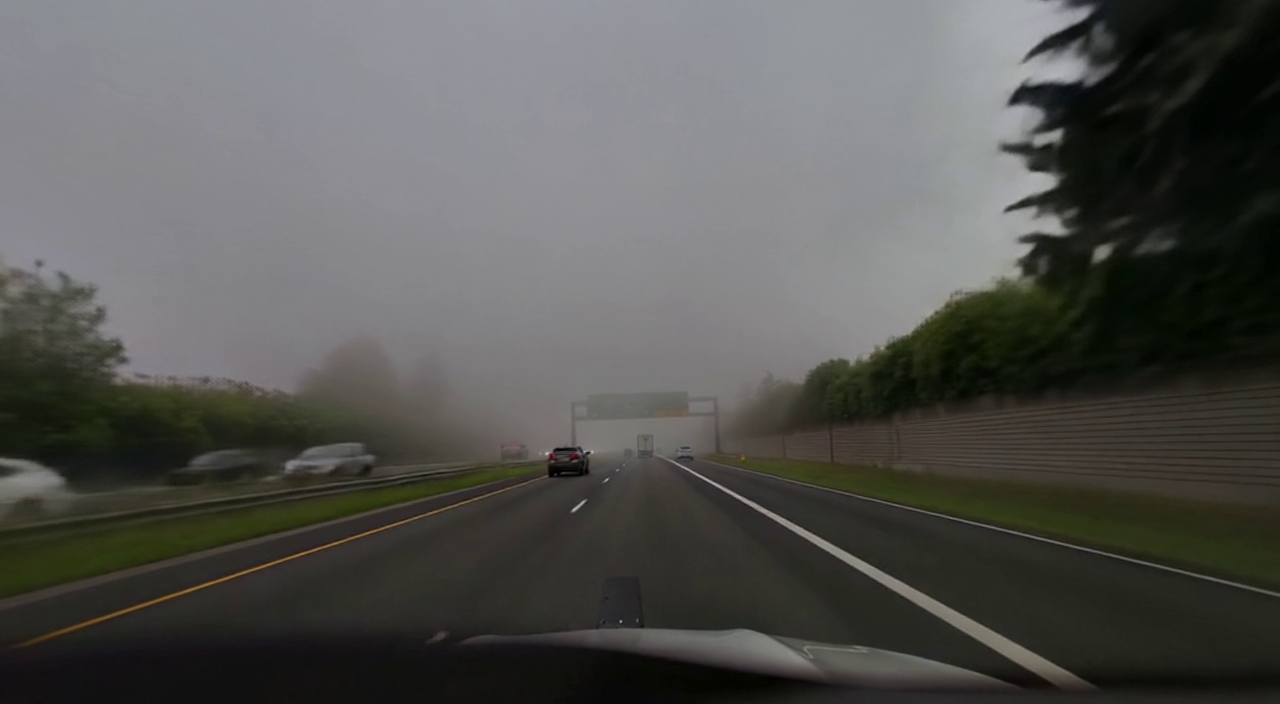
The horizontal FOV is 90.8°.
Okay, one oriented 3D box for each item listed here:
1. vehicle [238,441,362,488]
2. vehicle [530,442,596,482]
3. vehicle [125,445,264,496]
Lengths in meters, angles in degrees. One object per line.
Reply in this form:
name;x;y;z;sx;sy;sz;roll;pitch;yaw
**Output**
vehicle;-12.073;4.013;22.848;1.936;1.525;4.548;0;-9;0
vehicle;-3.049;4.471;25.909;2.020;1.475;4.434;0;-9;1
vehicle;-16.400;4.344;23.565;1.918;1.668;4.421;0;-9;0
